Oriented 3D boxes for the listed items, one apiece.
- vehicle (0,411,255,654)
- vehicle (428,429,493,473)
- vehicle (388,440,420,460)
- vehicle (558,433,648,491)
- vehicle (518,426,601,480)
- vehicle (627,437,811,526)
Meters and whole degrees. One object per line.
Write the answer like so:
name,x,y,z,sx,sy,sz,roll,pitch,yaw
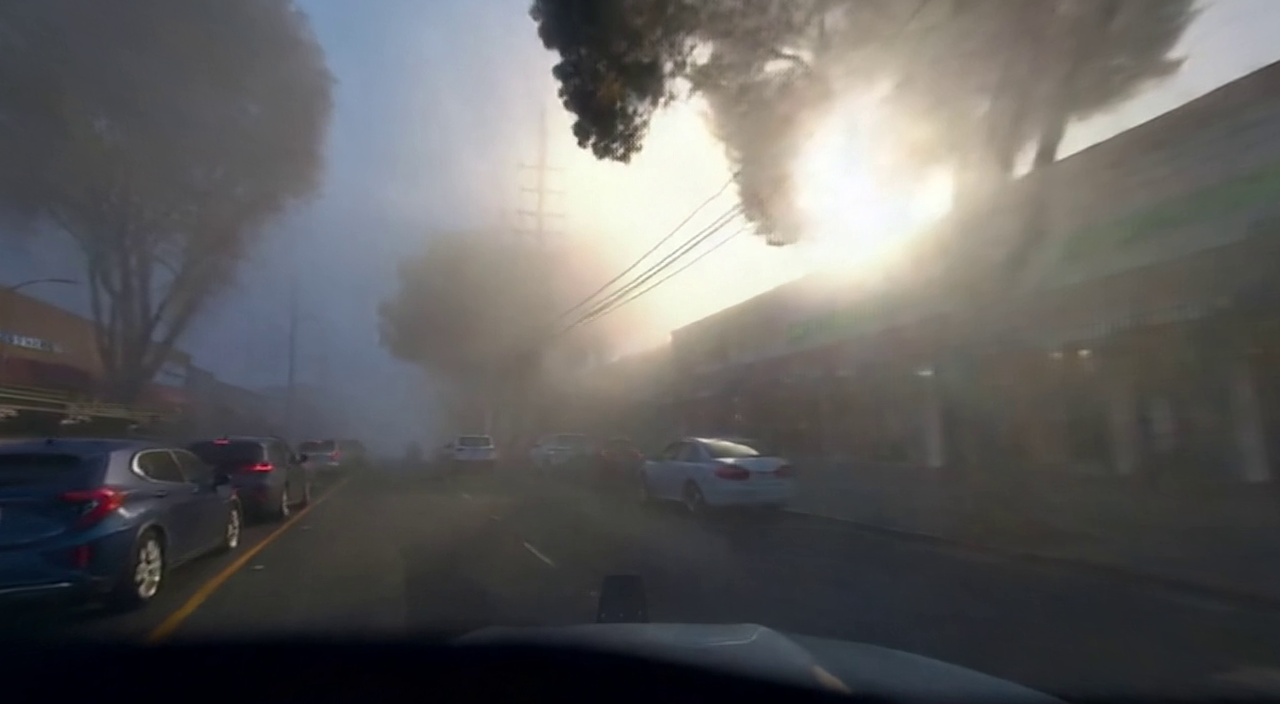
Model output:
vehicle,-5.649,1.527,6.340,2.087,1.646,4.563,3,-9,-20
vehicle,-8.537,4.632,29.786,2.440,1.882,4.611,3,-9,-21
vehicle,-17.508,7.258,46.786,2.050,1.400,4.666,3,-9,-21
vehicle,-1.340,3.615,21.168,1.882,1.704,4.055,3,-9,-20
vehicle,-3.437,4.126,26.070,2.243,1.992,5.087,3,-9,-21
vehicle,1.434,2.664,13.762,2.059,1.550,4.703,3,-9,-20
